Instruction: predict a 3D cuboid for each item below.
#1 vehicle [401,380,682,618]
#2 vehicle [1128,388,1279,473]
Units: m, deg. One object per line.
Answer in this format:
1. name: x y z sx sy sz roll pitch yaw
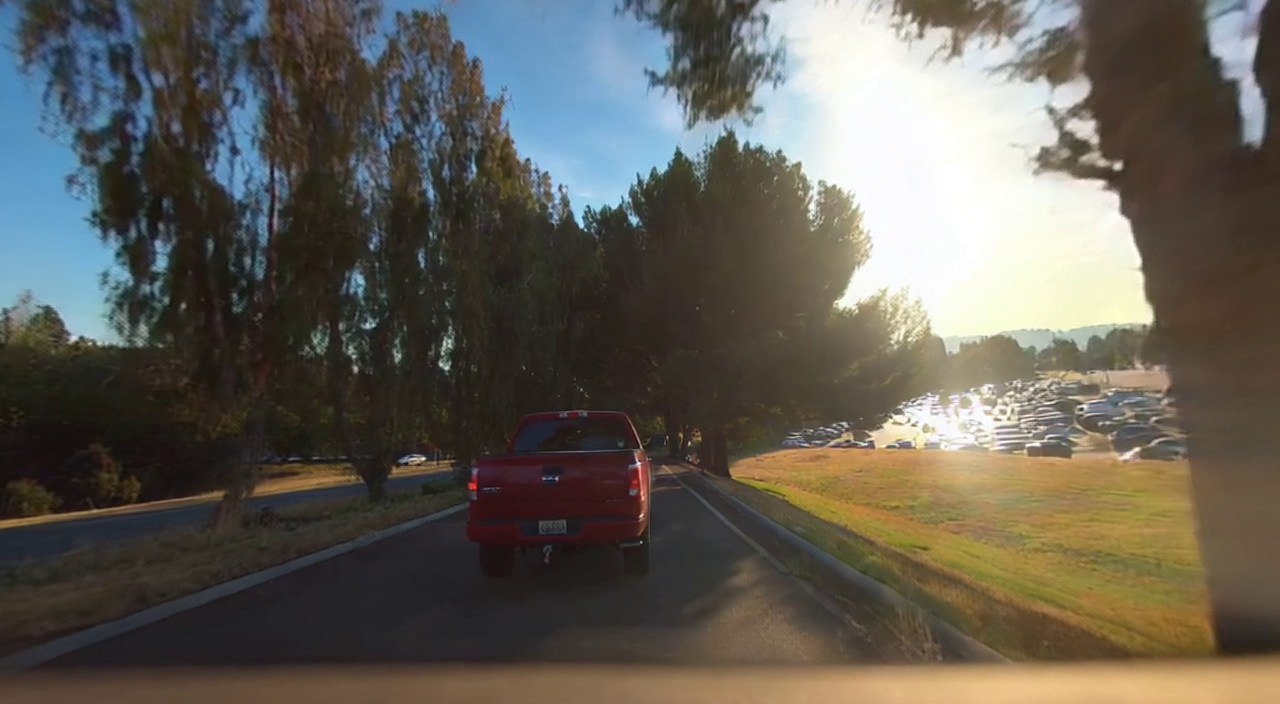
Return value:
1. vehicle: -0.682 1.493 7.453 2.157 1.816 5.039 0 -8 2
2. vehicle: 11.879 1.417 11.477 4.298 1.392 1.944 -1 -8 2
